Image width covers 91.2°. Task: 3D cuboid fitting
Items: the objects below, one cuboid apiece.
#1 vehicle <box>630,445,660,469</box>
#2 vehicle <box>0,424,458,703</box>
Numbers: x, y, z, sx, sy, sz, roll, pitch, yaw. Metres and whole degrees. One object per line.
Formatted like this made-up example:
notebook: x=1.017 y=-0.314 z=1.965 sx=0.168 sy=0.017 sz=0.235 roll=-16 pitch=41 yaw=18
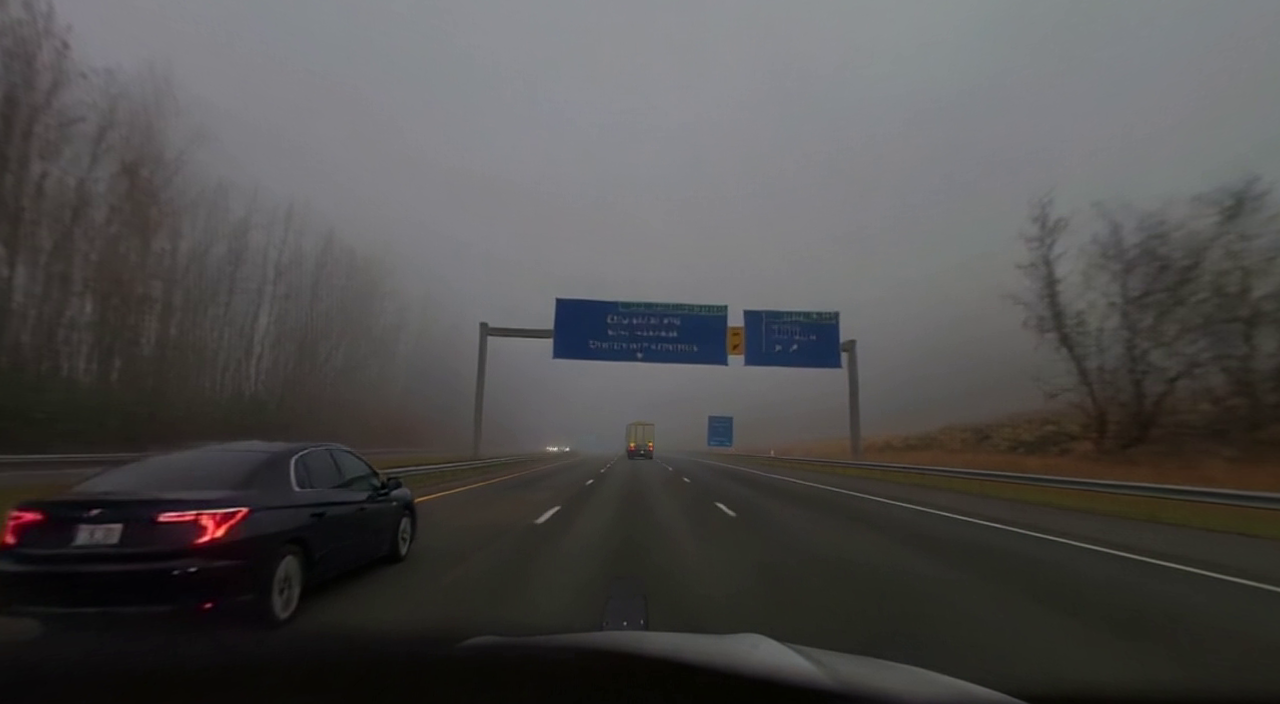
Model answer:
vehicle: x=0.332 y=6.776 z=40.604 sx=1.859 sy=1.478 sz=3.799 roll=0 pitch=-9 yaw=0
vehicle: x=-3.326 y=1.477 z=5.608 sx=2.012 sy=1.500 sz=4.452 roll=0 pitch=-9 yaw=1
